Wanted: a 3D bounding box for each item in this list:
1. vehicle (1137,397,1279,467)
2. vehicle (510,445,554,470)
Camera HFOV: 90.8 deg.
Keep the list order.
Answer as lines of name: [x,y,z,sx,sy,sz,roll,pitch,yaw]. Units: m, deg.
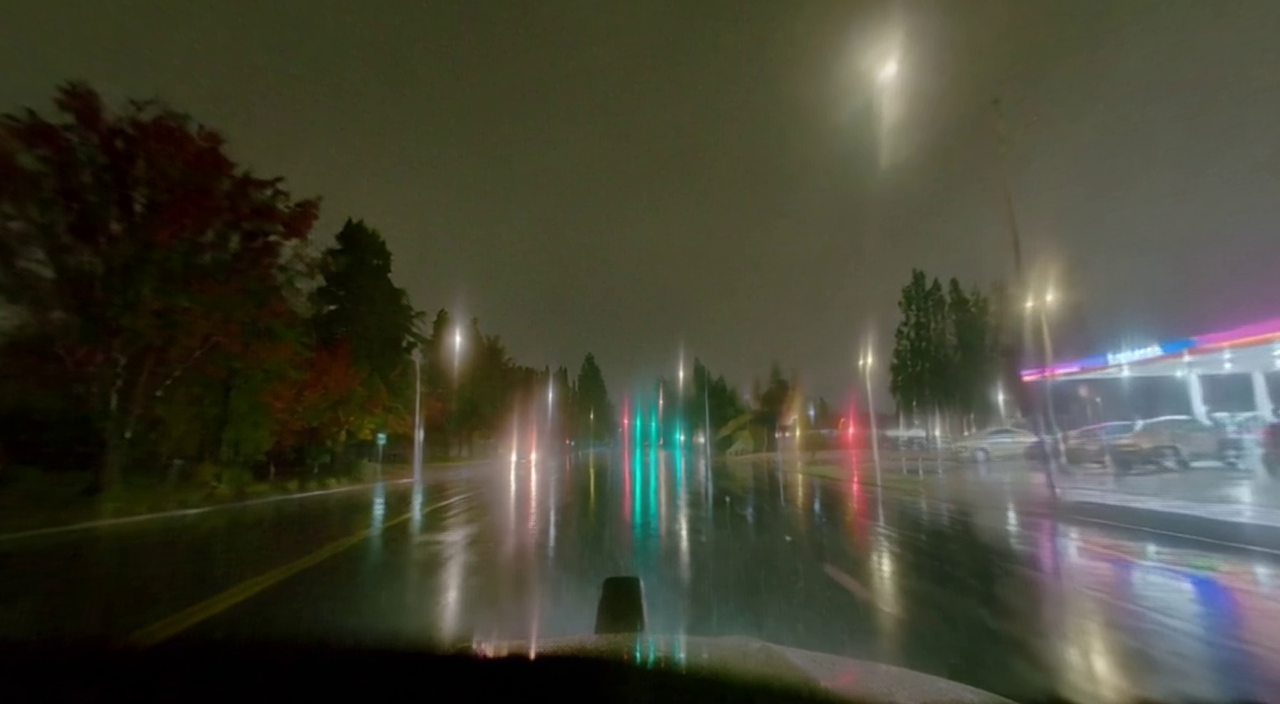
vehicle: [16.620,2.163,17.087,4.594,1.751,2.071,0,-8,-2]
vehicle: [-7.108,6.967,41.964,2.079,1.489,4.515,0,-8,1]
